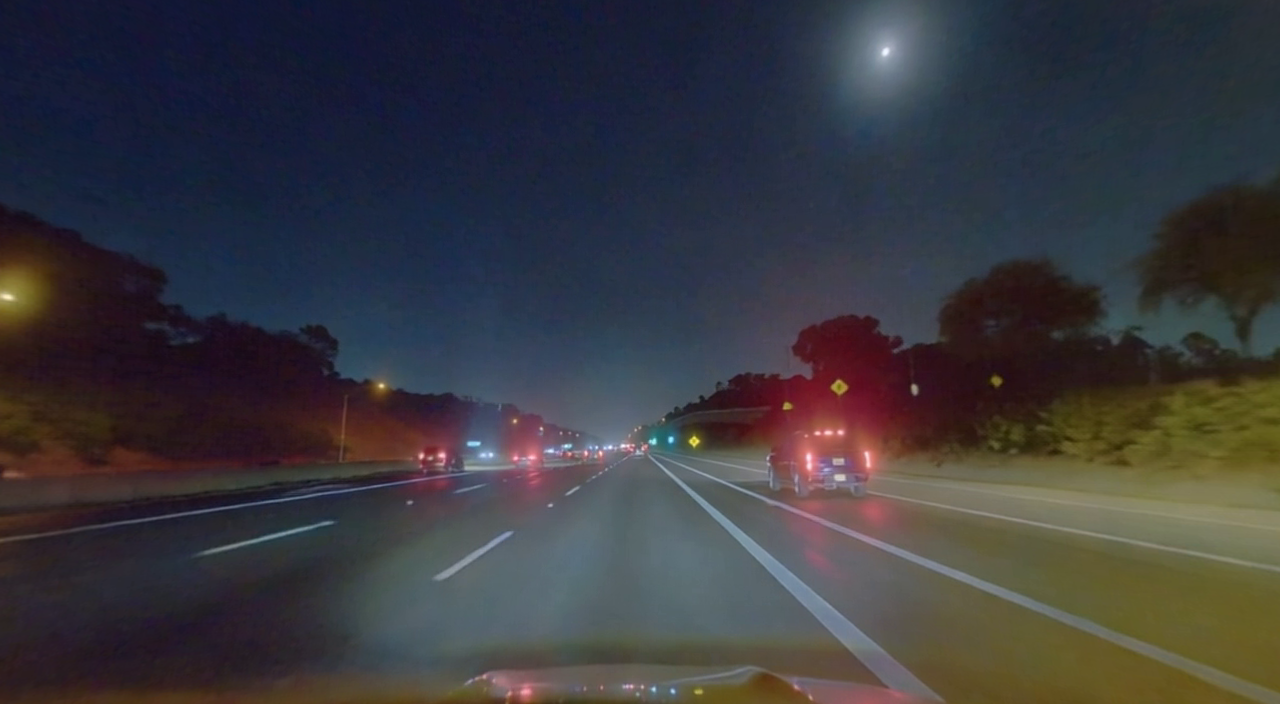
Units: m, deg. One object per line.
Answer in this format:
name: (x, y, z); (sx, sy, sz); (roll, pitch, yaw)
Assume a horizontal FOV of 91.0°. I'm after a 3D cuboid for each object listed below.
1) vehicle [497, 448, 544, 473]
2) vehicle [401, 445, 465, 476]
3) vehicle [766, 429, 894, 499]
vehicle: (-7.561, 6.884, 40.284); (2.071, 1.486, 4.703); (0, -9, 0)
vehicle: (-11.605, 6.108, 35.645); (2.107, 1.628, 4.446); (0, -9, 0)
vehicle: (5.494, 3.328, 19.045); (2.259, 1.816, 4.862); (0, -9, -1)
